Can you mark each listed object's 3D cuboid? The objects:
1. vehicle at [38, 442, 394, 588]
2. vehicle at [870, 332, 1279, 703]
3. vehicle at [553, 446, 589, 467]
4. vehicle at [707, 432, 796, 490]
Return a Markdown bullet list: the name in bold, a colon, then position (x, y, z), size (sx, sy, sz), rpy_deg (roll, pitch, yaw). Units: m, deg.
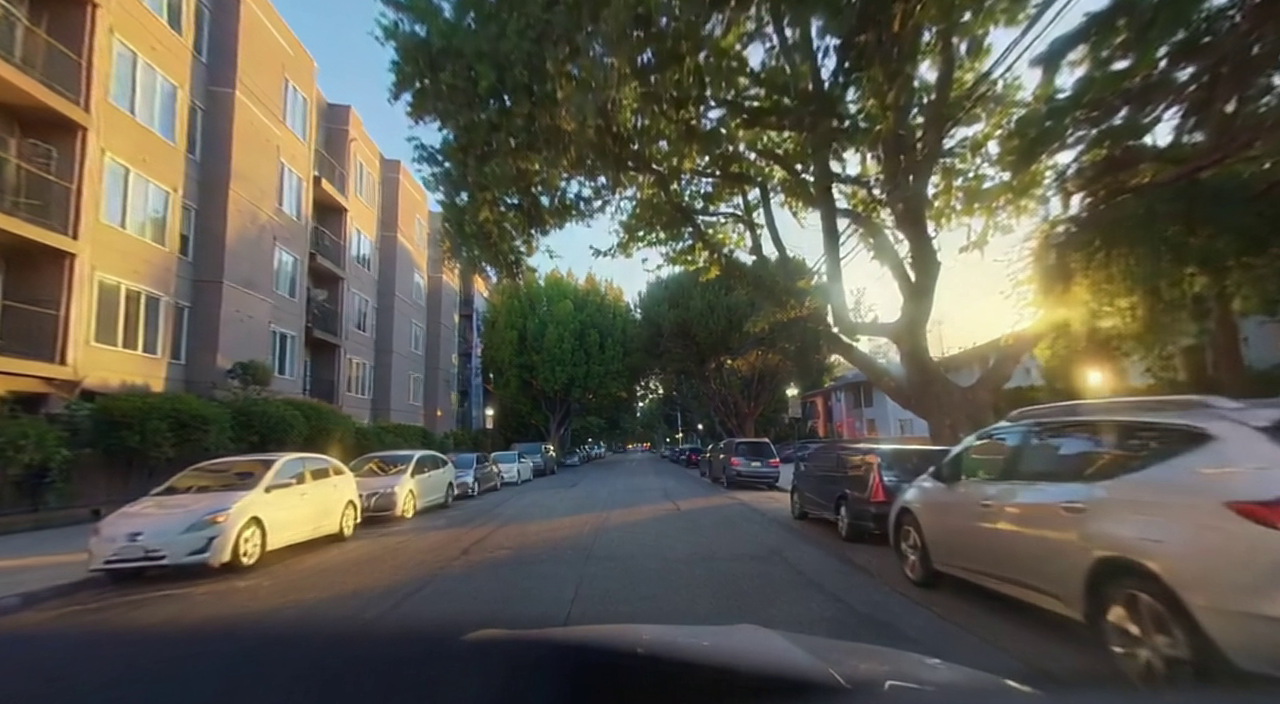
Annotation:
- **vehicle**: position (-5.218, 2.000, 8.711), size (1.772, 1.466, 4.342), rpy_deg (0, -8, 2)
- **vehicle**: position (3.639, 1.158, 4.637), size (2.093, 1.801, 4.788), rpy_deg (2, -8, 0)
- **vehicle**: position (-5.093, 7.764, 47.211), size (2.080, 1.458, 4.511), rpy_deg (0, -8, 1)
- **vehicle**: position (3.748, 3.769, 22.223), size (2.082, 1.809, 4.998), rpy_deg (0, -8, -1)
